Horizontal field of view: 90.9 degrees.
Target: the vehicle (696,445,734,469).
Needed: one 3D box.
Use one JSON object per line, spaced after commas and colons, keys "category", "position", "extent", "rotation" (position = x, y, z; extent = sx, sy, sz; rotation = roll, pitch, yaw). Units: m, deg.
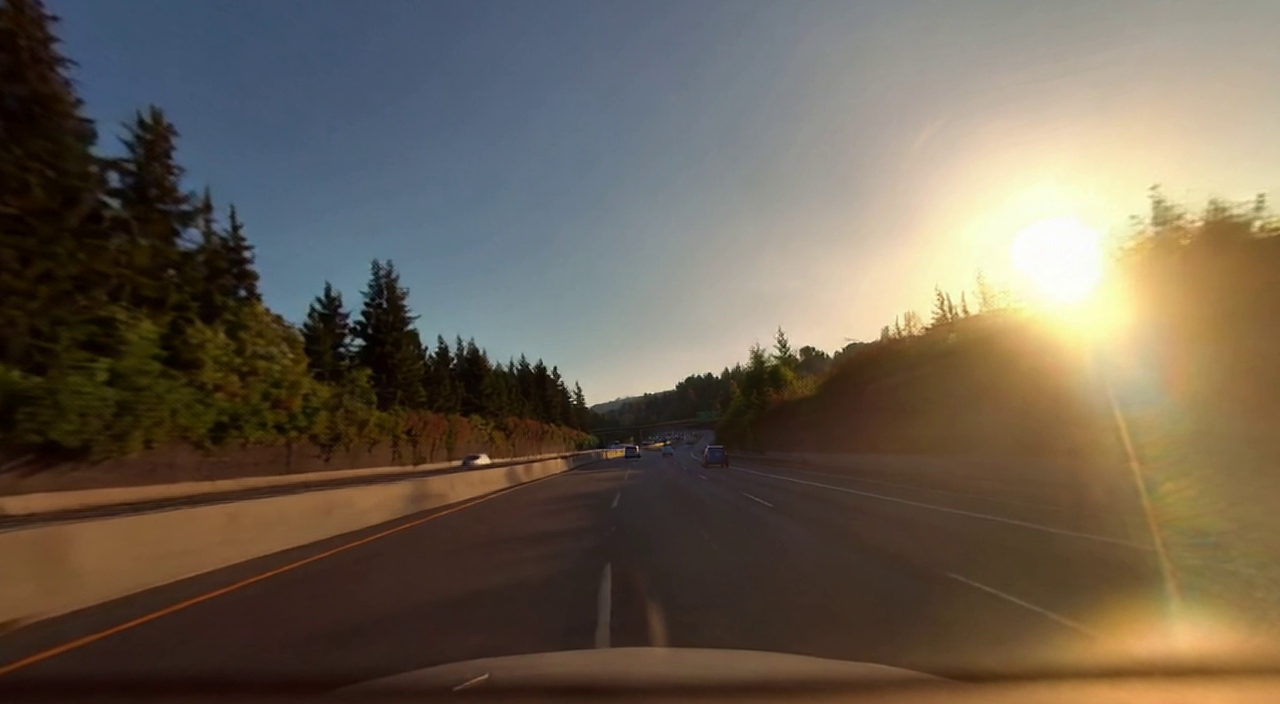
{"category": "vehicle", "position": [5.231, 7.375, 44.498], "extent": [2.175, 1.574, 3.943], "rotation": [0, -9, -1]}
